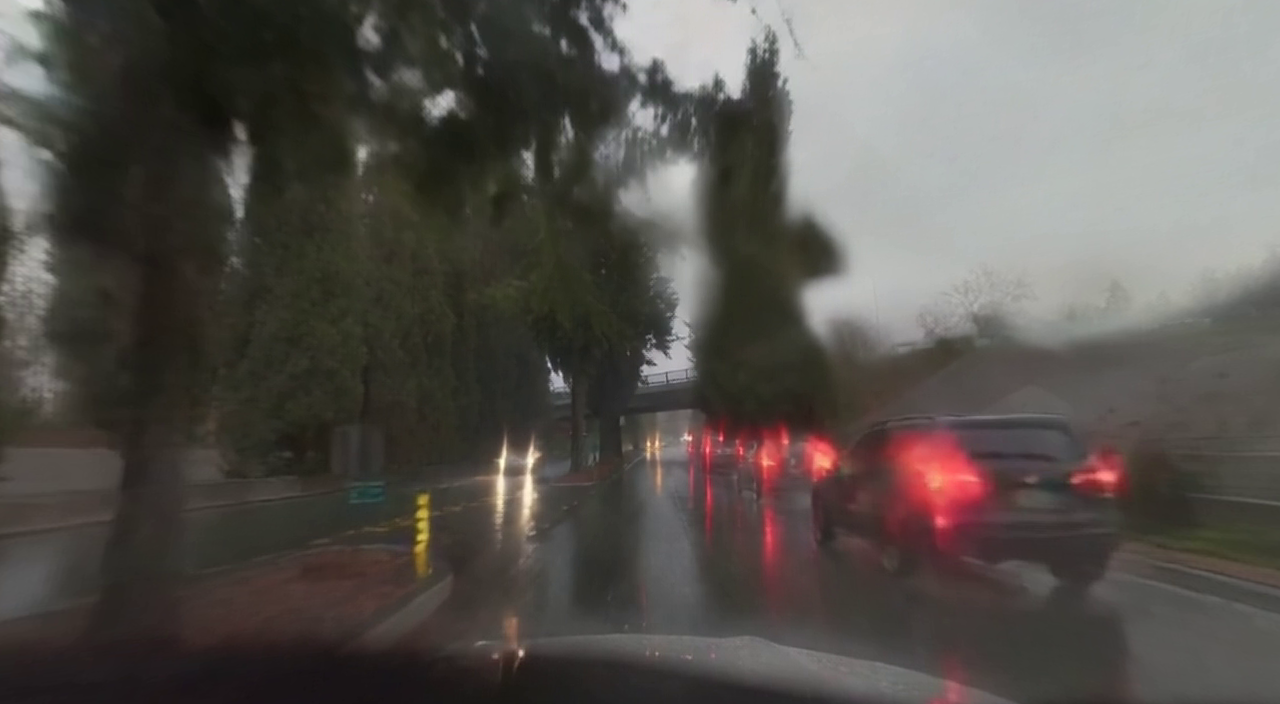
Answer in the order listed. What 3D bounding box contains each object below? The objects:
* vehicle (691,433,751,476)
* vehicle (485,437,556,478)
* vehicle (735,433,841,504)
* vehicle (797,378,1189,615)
[{"bbox_3d":[3.874,5.033,31.088,2.273,1.944,4.866,0,-9,0],"label":"vehicle"},{"bbox_3d":[-5.915,5.290,31.789,2.089,1.860,4.704,-2,-9,8],"label":"vehicle"},{"bbox_3d":[3.892,3.143,17.419,1.938,1.710,4.249,0,-9,1],"label":"vehicle"},{"bbox_3d":[3.396,1.493,7.382,1.985,1.895,4.496,0,-9,1],"label":"vehicle"}]
